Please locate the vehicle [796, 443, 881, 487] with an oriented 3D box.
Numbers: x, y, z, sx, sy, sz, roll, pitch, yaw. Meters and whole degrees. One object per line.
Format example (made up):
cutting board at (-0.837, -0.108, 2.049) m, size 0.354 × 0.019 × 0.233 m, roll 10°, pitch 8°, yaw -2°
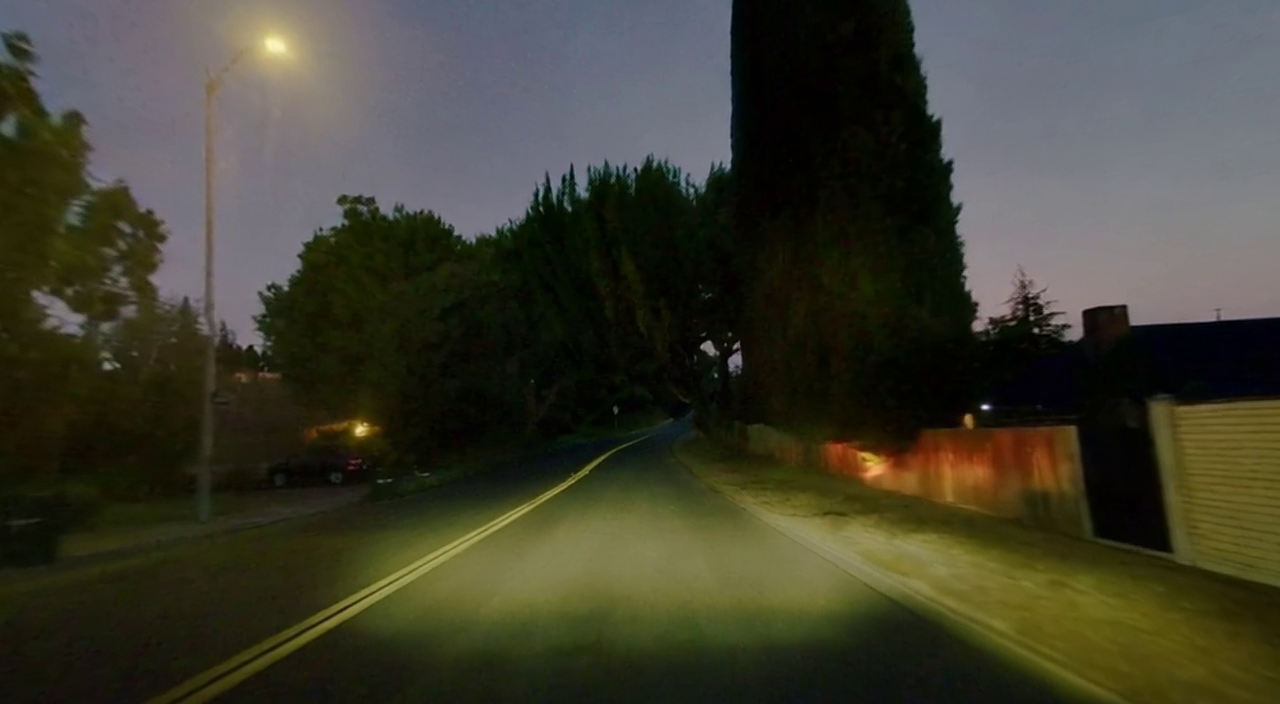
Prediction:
vehicle at (8.211, 4.692, 26.584) m, size 1.954 × 1.652 × 4.520 m, roll 0°, pitch -9°, yaw -2°
